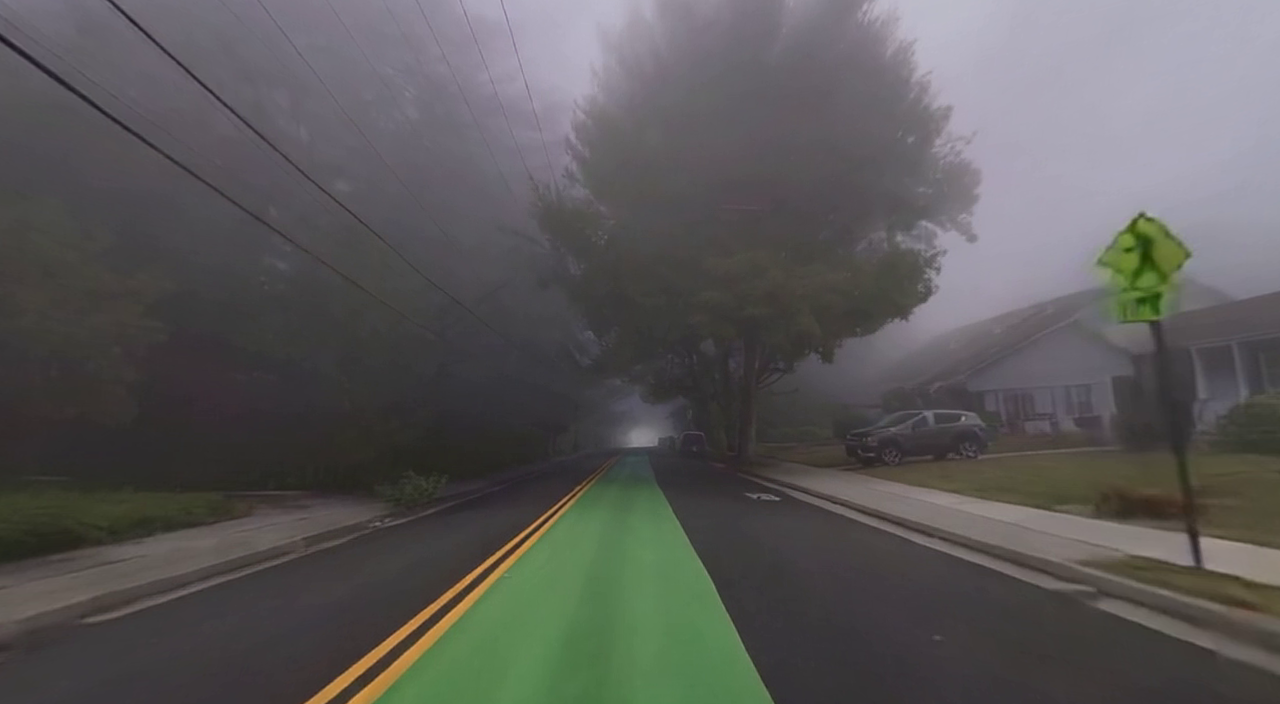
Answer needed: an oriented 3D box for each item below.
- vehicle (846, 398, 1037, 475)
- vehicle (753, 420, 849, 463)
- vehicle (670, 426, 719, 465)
[{"bbox_3d":[9.393,2.662,19.933,4.922,1.846,1.941,-5,-8,-5],"label":"vehicle"},{"bbox_3d":[8.542,4.770,33.754,4.418,1.648,2.017,-7,-9,-1],"label":"vehicle"},{"bbox_3d":[3.076,5.506,37.190,2.347,2.070,5.735,0,-9,0],"label":"vehicle"}]
